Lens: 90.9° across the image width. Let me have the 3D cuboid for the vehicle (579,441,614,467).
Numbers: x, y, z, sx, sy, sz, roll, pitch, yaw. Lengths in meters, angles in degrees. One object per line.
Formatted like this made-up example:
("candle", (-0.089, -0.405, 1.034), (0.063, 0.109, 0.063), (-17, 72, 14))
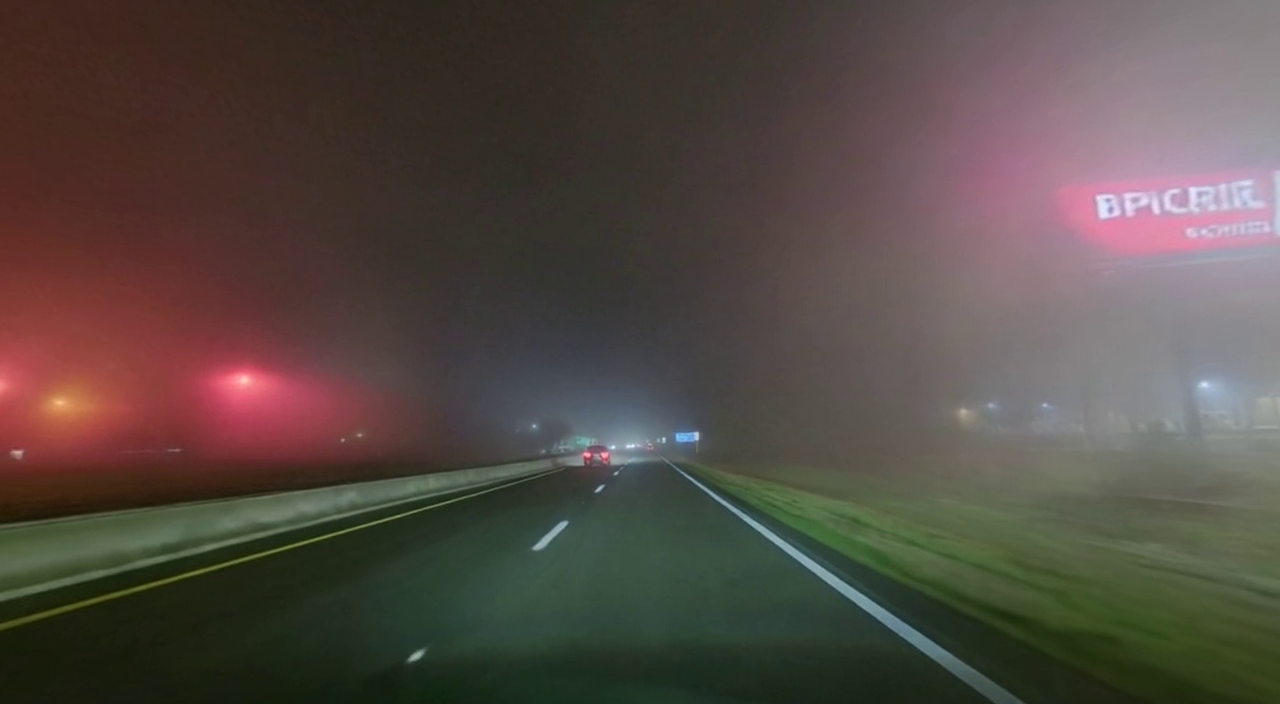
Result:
("vehicle", (-3.144, 7.472, 46.488), (2.159, 1.793, 5.027), (-1, -9, 1))
